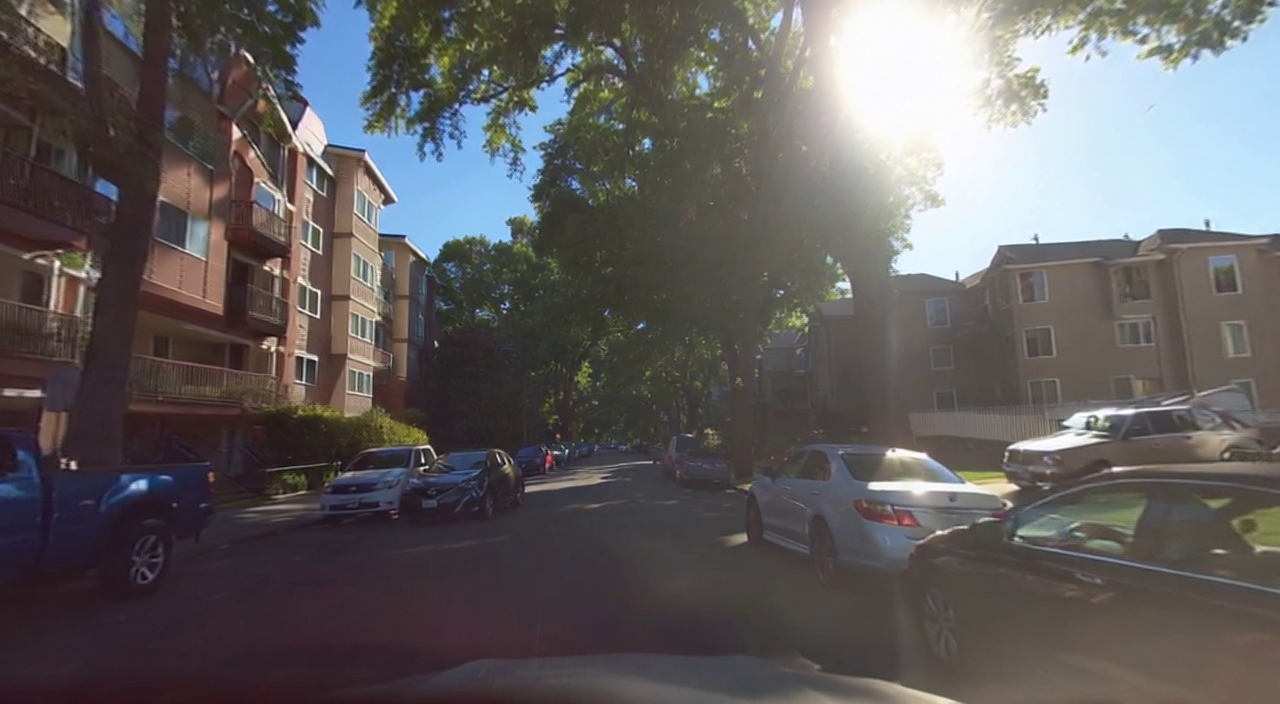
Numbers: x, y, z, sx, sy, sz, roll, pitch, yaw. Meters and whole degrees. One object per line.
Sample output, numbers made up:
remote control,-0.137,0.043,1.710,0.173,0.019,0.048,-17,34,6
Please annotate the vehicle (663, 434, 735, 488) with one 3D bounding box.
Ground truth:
vehicle,1.908,3.699,21.724,1.878,1.664,4.033,0,-8,-3

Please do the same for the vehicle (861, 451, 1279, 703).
vehicle,2.468,1.048,2.232,1.720,1.333,4.233,0,-8,-2

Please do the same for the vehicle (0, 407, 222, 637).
vehicle,-6.458,1.456,5.051,2.308,1.877,6.060,-4,-8,-2

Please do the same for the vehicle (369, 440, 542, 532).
vehicle,-3.419,2.554,12.754,1.966,1.515,4.394,-1,-8,3
